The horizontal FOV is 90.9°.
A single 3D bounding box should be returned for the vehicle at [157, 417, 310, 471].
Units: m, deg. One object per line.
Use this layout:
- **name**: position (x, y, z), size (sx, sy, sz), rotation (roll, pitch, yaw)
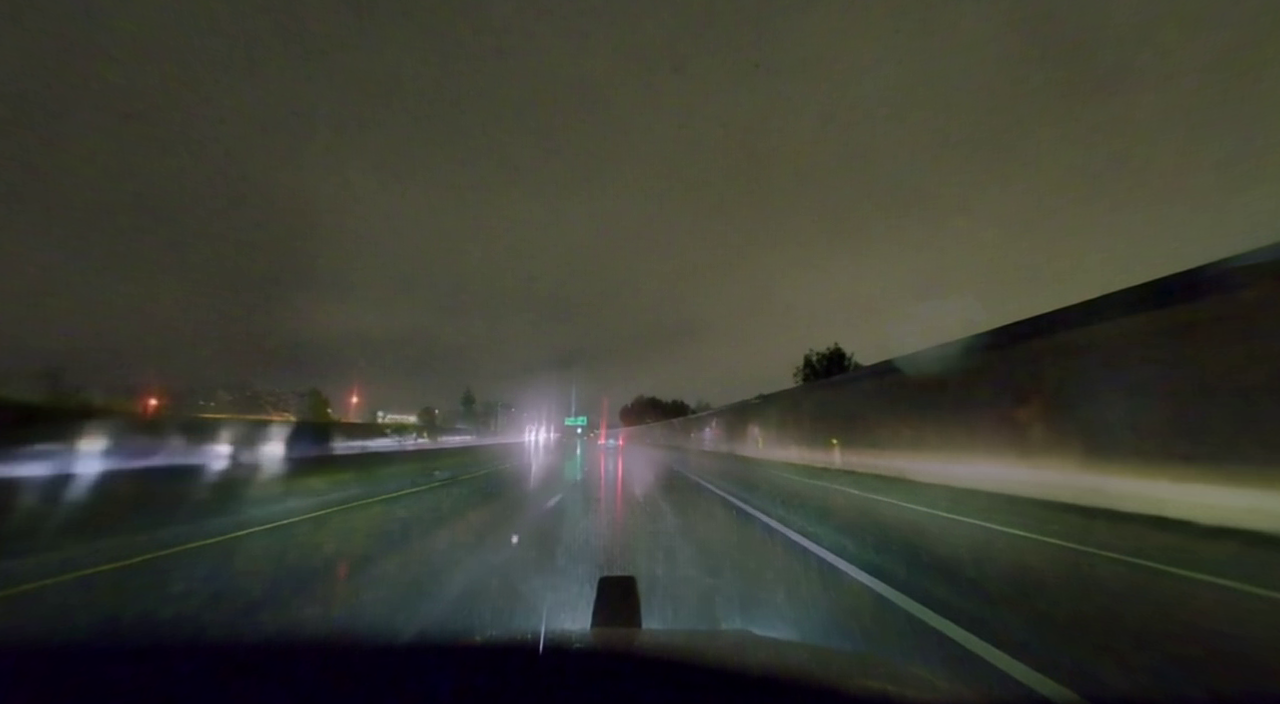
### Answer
- **vehicle**: position (-13.018, 2.985, 20.633), size (2.011, 1.552, 4.638), rotation (0, -8, -1)
